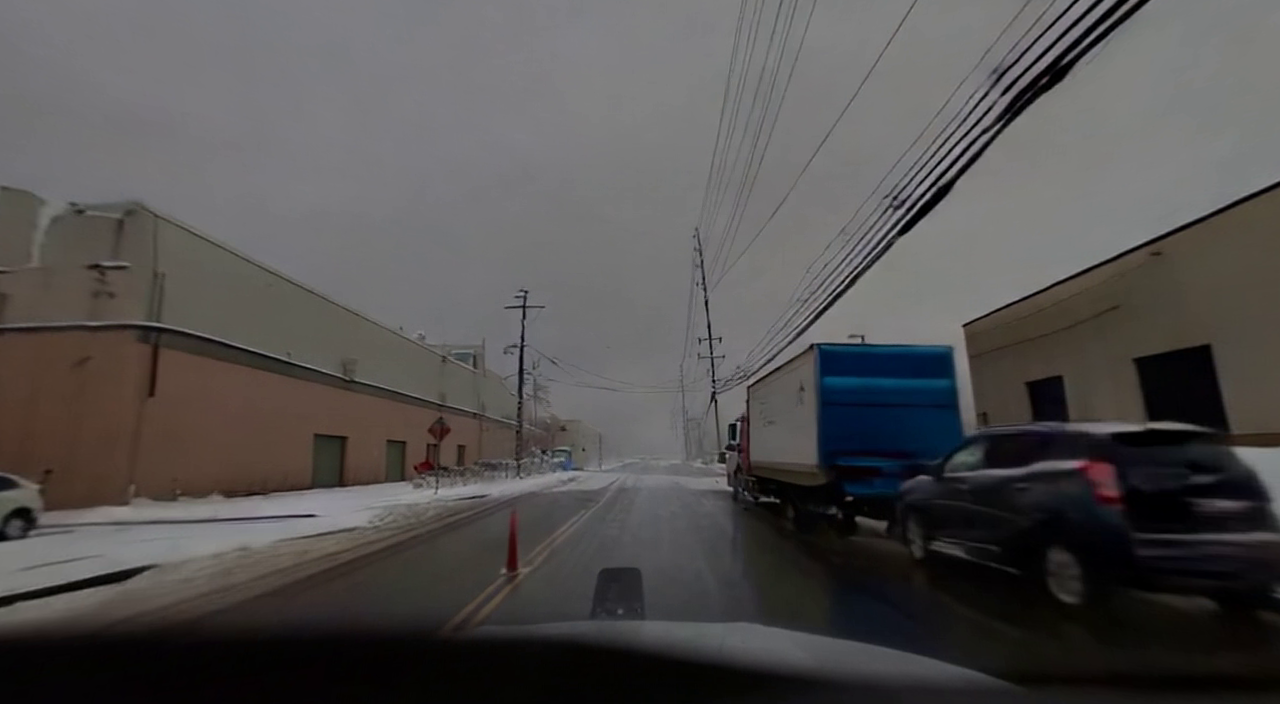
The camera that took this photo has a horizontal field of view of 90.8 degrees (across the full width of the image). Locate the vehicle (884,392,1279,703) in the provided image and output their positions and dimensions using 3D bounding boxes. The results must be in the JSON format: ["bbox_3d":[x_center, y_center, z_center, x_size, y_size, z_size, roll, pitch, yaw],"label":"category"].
[{"bbox_3d":[4.100,1.394,5.697,1.892,1.696,4.332,0,-9,-3],"label":"vehicle"}]

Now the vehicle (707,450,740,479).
[{"bbox_3d":[6.098,8.249,46.656,2.010,1.985,5.124,-1,-9,3],"label":"vehicle"}]

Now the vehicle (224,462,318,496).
[{"bbox_3d":[-22.544,7.749,38.749,4.417,1.867,2.030,1,-9,-5],"label":"vehicle"}]

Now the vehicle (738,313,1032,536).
[{"bbox_3d":[4.153,1.697,13.170,3.058,3.269,7.674,-1,-10,1],"label":"vehicle"}]
